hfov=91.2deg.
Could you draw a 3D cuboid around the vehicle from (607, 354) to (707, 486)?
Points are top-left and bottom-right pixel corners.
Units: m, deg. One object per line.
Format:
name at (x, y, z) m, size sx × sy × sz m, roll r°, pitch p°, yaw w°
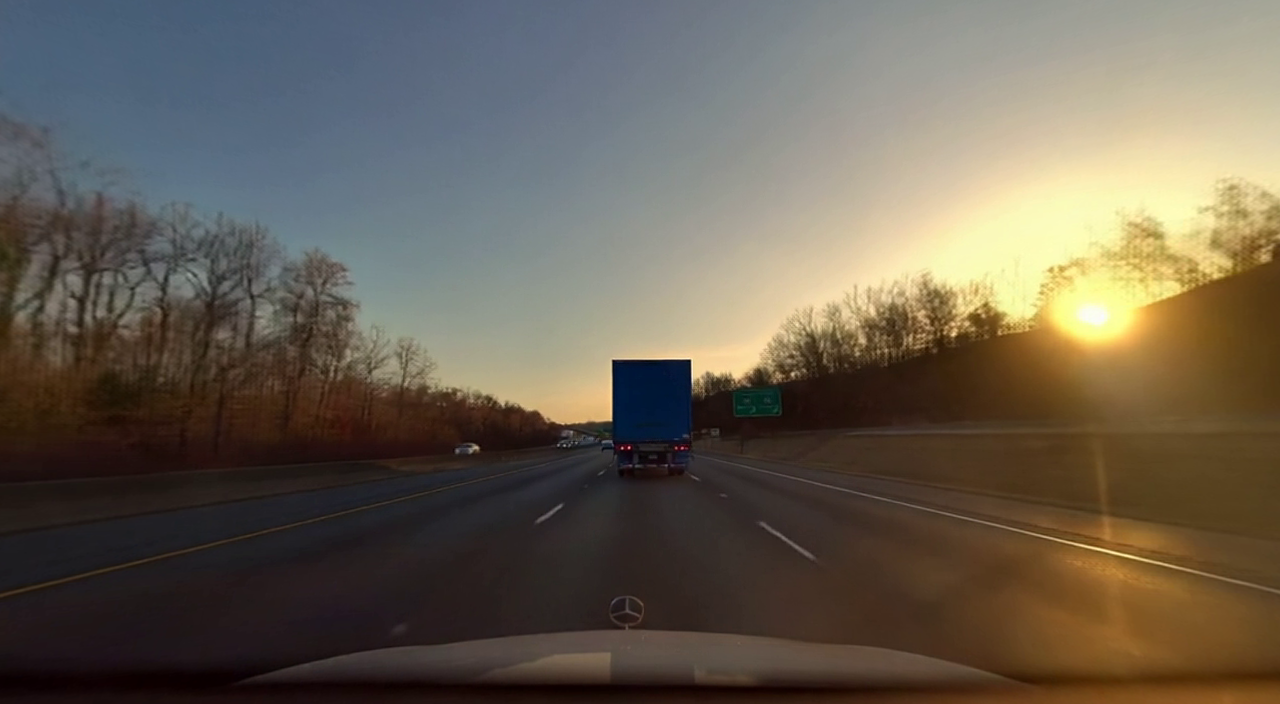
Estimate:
vehicle at (0.514, 2.831, 24.461) m, size 3.010 × 4.039 × 10.481 m, roll 0°, pitch -8°, yaw 0°
